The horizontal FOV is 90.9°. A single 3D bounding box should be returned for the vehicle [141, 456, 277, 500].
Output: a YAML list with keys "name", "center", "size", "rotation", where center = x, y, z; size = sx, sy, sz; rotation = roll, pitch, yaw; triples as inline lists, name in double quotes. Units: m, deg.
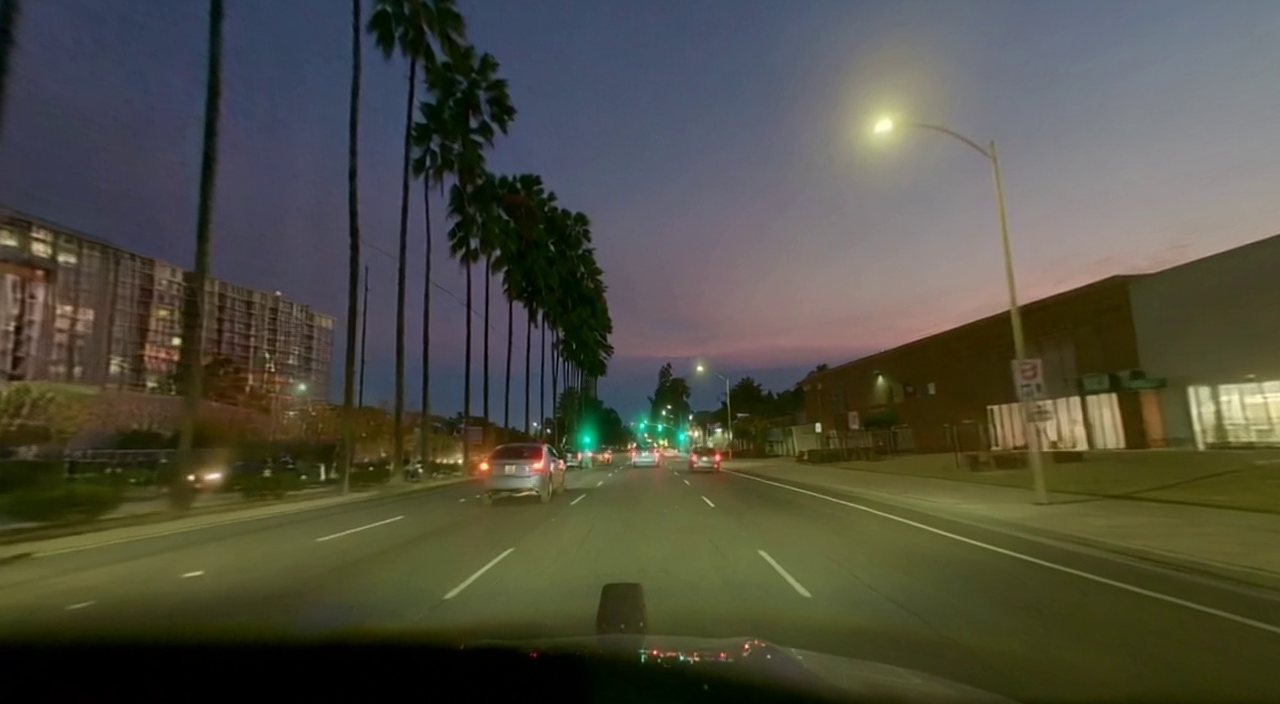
- name: "vehicle"
  center: [-17.089, 4.986, 25.375]
  size: [1.937, 1.480, 4.889]
  rotation: [-1, -9, 1]

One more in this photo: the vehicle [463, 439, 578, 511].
- name: "vehicle"
  center: [-2.758, 2.939, 15.602]
  size: [1.908, 1.505, 4.369]
  rotation: [-1, -8, 1]

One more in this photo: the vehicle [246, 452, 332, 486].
- name: "vehicle"
  center: [-20.183, 6.726, 36.553]
  size: [2.022, 1.754, 5.050]
  rotation: [-1, -9, 1]

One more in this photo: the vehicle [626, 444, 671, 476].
- name: "vehicle"
  center: [0.422, 5.527, 32.437]
  size: [2.147, 1.507, 3.953]
  rotation: [0, -8, 0]

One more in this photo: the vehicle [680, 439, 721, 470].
- name: "vehicle"
  center: [3.745, 6.413, 39.585]
  size: [2.108, 1.785, 4.334]
  rotation: [0, -8, 0]
